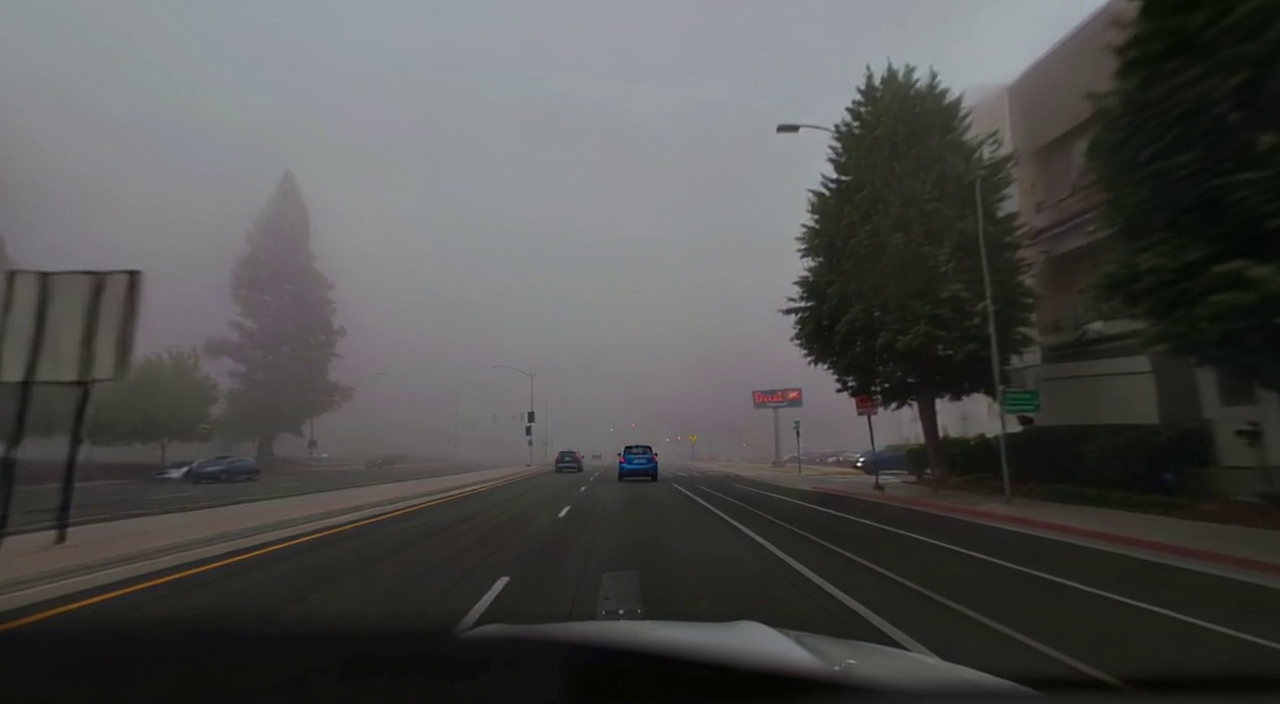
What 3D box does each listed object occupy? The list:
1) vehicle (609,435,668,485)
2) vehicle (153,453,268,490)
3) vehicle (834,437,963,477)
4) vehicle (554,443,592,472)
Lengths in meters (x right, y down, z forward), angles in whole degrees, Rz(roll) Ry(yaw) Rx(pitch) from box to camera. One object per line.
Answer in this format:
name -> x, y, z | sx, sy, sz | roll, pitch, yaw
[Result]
vehicle -> -0.121, 4.579, 27.051 | 2.273, 1.909, 5.075 | 0, -9, -1
vehicle -> -20.333, 5.648, 30.241 | 2.004, 1.546, 5.015 | 0, -9, -1
vehicle -> 12.871, 5.259, 31.762 | 5.506, 1.850, 2.156 | 0, -9, 0
vehicle -> -4.553, 7.247, 43.604 | 2.202, 1.856, 4.516 | 0, -9, -1
